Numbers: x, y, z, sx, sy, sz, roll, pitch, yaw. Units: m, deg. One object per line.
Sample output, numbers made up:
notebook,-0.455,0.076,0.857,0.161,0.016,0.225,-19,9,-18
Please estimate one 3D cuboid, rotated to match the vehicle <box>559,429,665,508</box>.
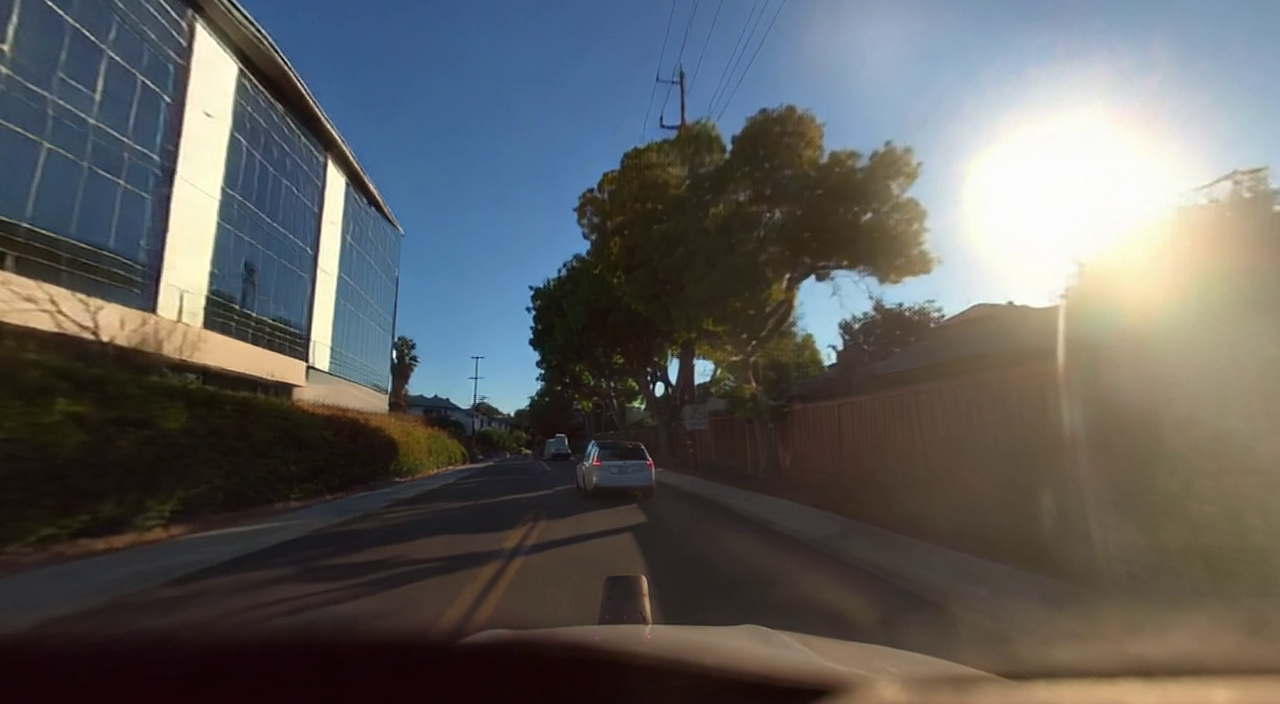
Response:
vehicle,-0.739,2.553,14.285,2.060,1.487,3.920,0,-8,-6
